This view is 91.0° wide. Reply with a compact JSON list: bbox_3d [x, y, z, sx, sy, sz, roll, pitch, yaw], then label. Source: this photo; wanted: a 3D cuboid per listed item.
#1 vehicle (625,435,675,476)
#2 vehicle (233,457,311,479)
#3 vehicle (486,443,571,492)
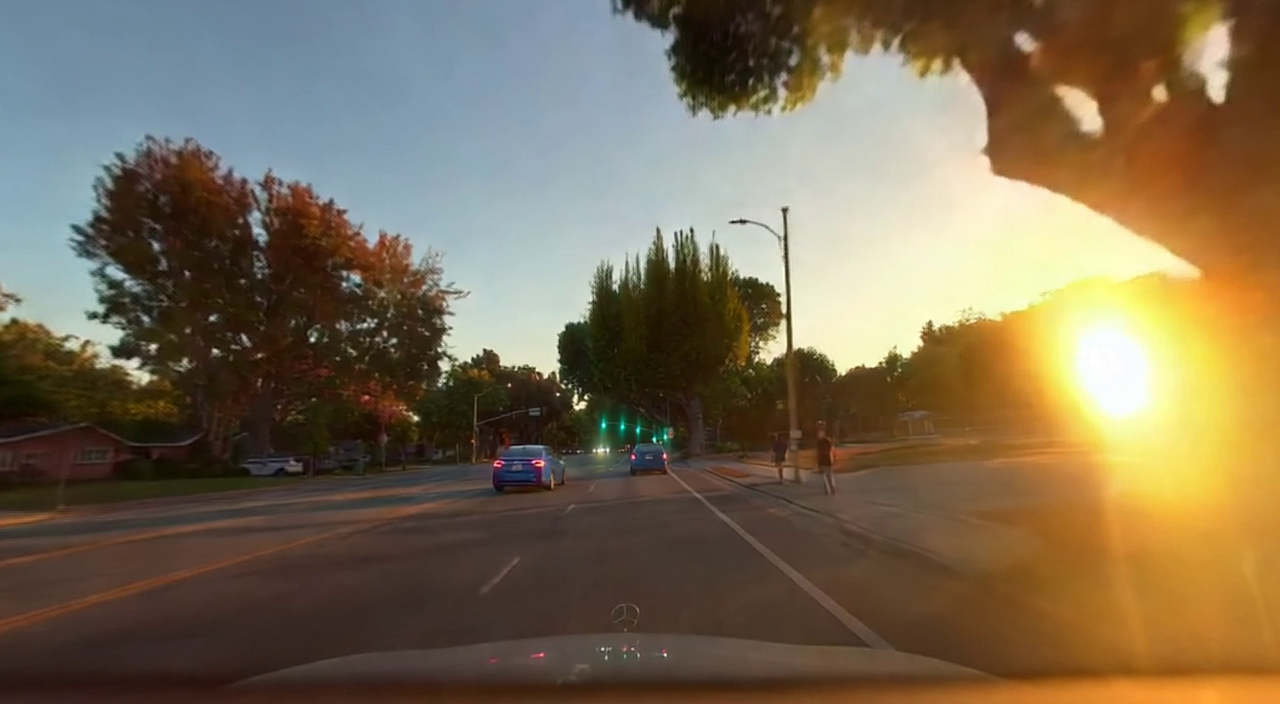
[{"bbox_3d":[0.388,4.920,30.159,2.215,1.799,4.426,0,-8,-1],"label":"vehicle"},{"bbox_3d":[-25.565,8.057,43.804,4.182,1.444,1.884,0,-8,-3],"label":"vehicle"},{"bbox_3d":[-3.568,3.754,20.936,2.036,1.447,4.044,0,-8,1],"label":"vehicle"}]
